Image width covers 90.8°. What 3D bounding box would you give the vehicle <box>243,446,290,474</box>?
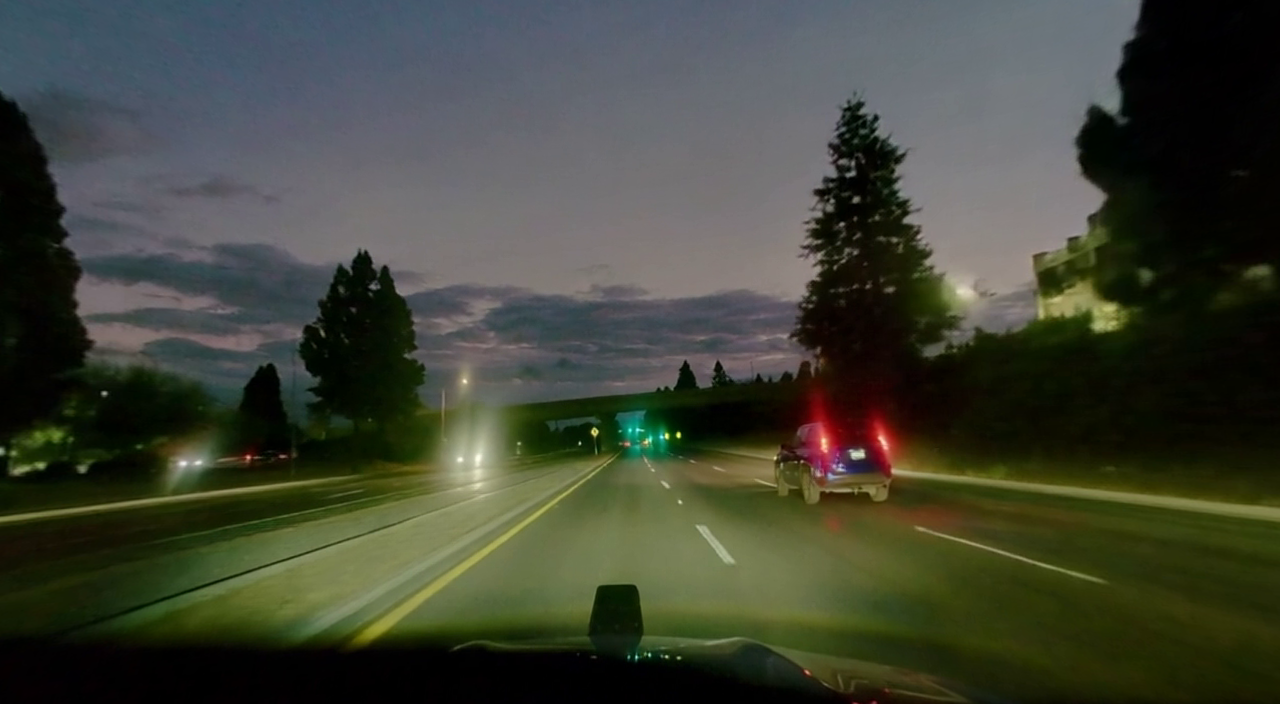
[{"bbox_3d":[-28.978,8.342,49.199,2.199,1.959,5.771,3,-9,-22],"label":"vehicle"}]

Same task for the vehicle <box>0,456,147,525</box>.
[{"bbox_3d":[-16.699,3.768,17.756,1.861,1.618,4.731,0,-9,-1],"label":"vehicle"}]
